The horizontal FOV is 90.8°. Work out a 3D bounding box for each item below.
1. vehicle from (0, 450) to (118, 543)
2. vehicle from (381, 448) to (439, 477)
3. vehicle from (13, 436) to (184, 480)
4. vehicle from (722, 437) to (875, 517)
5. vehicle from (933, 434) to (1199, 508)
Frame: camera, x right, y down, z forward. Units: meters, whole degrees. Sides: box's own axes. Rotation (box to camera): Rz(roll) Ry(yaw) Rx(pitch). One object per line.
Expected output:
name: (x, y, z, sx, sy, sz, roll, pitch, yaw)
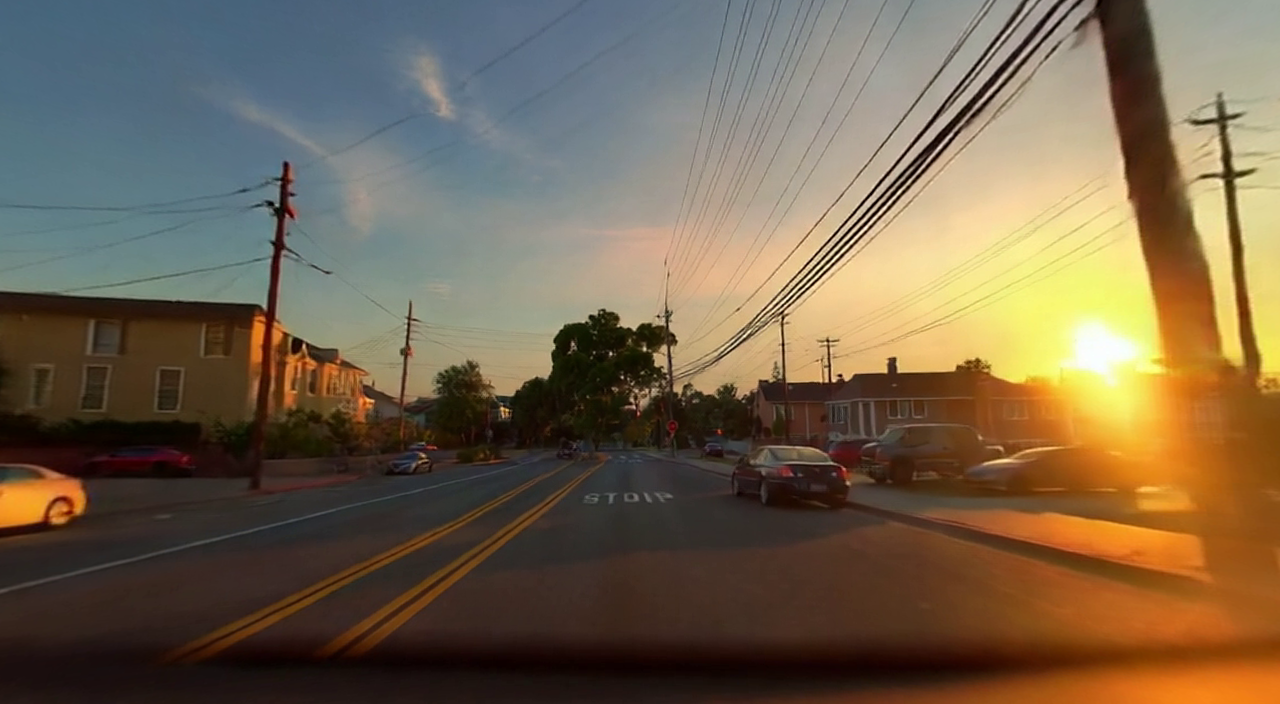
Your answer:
vehicle: (-11.695, 2.517, 11.136, 1.936, 1.516, 3.647, 0, -8, -3)
vehicle: (-12.959, 6.229, 35.844, 1.957, 1.459, 4.913, 1, -8, -7)
vehicle: (-21.597, 4.219, 25.373, 4.819, 1.646, 2.093, 0, -8, -2)
vehicle: (3.205, 2.642, 13.951, 1.917, 1.434, 4.733, 0, -8, -3)
vehicle: (9.317, 2.641, 14.420, 4.658, 1.465, 2.025, -4, -9, 24)
